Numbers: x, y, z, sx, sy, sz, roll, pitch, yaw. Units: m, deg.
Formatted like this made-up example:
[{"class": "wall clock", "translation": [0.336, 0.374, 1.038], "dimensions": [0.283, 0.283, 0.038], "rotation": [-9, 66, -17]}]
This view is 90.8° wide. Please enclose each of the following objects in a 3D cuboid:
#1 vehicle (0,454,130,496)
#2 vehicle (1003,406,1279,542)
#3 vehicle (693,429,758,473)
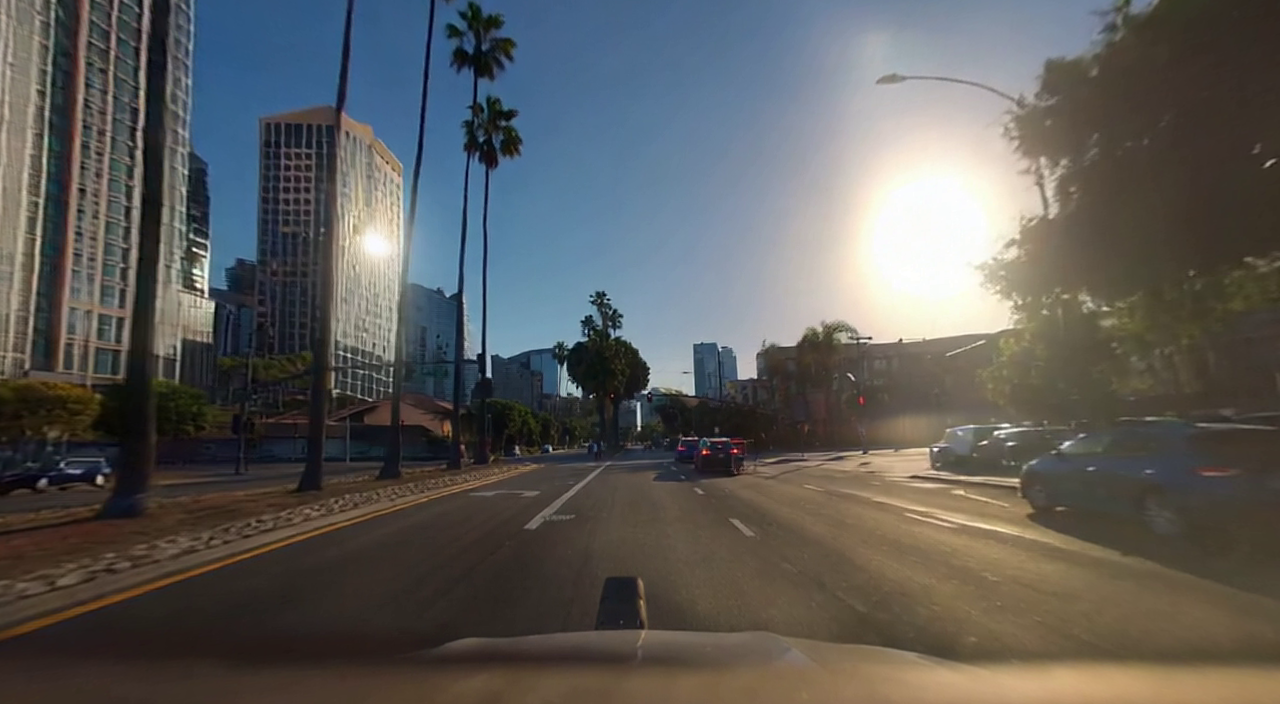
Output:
[{"class": "vehicle", "translation": [-23.534, 4.913, 25.645], "dimensions": [1.860, 1.485, 4.833], "rotation": [0, -8, -3]}, {"class": "vehicle", "translation": [8.685, 1.924, 10.608], "dimensions": [2.192, 1.725, 4.920], "rotation": [0, -8, -1]}, {"class": "vehicle", "translation": [3.610, 4.312, 27.624], "dimensions": [2.060, 1.756, 4.770], "rotation": [0, -8, -1]}]
